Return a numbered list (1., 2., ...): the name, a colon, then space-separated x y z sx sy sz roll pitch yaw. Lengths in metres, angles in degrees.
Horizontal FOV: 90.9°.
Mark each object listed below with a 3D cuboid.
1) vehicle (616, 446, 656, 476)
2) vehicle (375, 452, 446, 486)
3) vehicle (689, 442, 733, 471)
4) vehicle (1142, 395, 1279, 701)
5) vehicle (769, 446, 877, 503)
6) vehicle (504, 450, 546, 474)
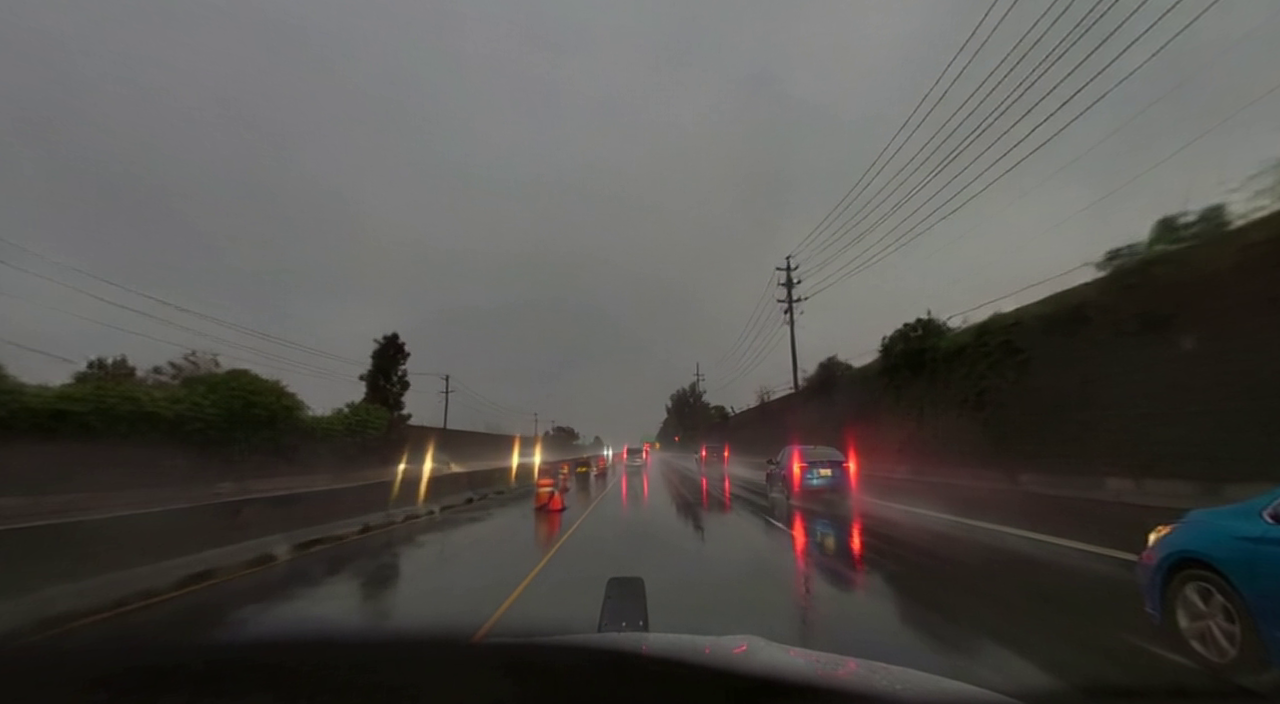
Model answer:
1. vehicle: -0.198 6.069 35.438 2.096 1.583 4.150 0 -8 0
2. vehicle: -11.866 6.051 32.977 2.129 1.471 4.192 -3 -8 1
3. vehicle: 5.059 7.480 45.530 2.559 1.943 5.610 0 -8 1
4. vehicle: 4.289 0.795 1.791 1.997 1.568 4.529 0 -8 1
5. vehicle: 5.083 3.422 18.120 1.881 1.409 4.016 0 -8 0
6. vehicle: -7.926 7.599 43.746 1.856 1.539 4.679 -1 -8 2
